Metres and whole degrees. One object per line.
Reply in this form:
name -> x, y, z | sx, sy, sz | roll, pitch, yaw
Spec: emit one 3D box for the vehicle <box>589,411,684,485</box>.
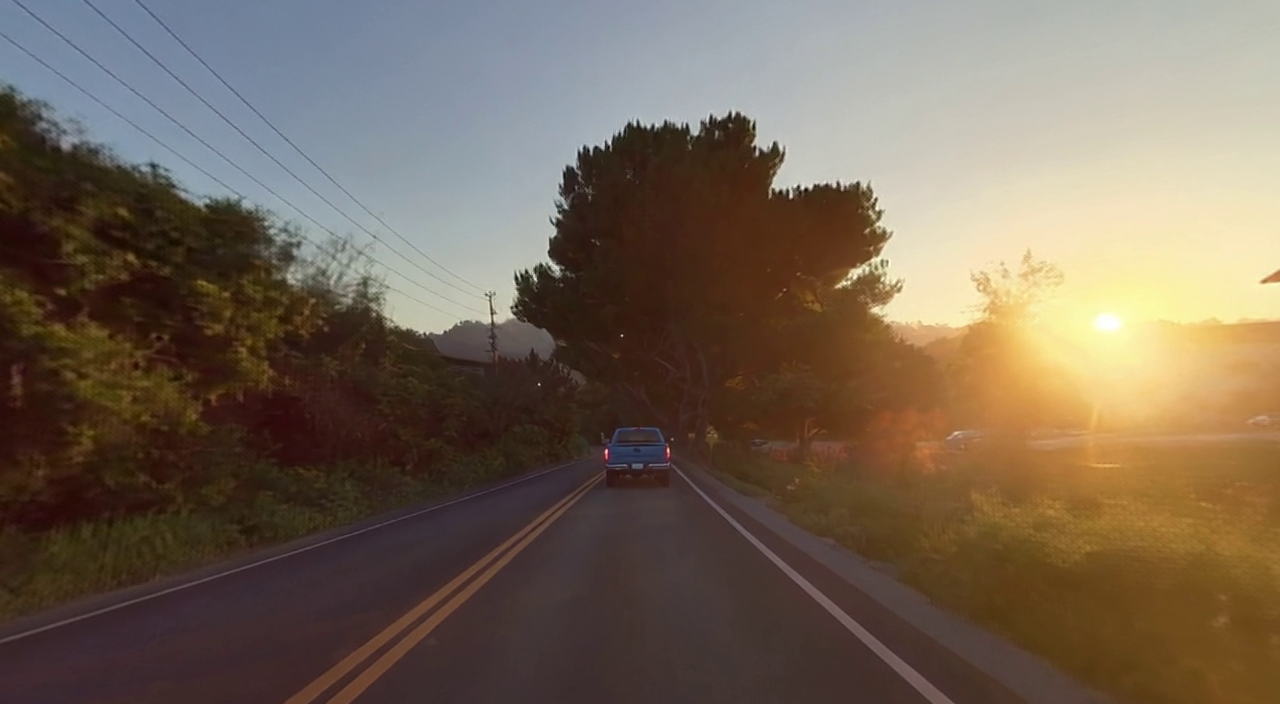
vehicle -> -0.143, 3.610, 23.907 | 3.021, 2.326, 7.410 | 0, -8, -1
